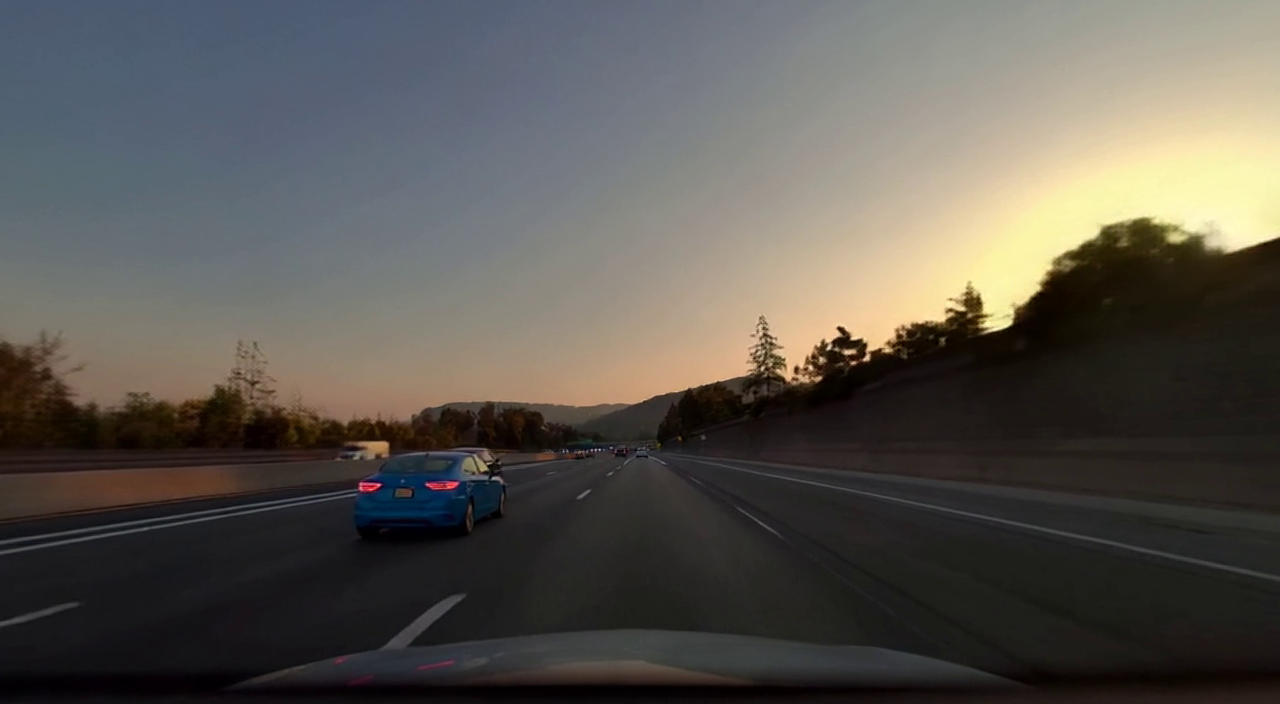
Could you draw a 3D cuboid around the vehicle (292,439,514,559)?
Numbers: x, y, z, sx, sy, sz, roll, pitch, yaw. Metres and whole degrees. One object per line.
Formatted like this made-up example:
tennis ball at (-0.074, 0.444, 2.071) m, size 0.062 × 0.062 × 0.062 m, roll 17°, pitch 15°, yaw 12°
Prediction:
vehicle at (-3.343, 2.131, 9.832) m, size 1.935 × 1.479 × 3.787 m, roll 0°, pitch -9°, yaw 1°
